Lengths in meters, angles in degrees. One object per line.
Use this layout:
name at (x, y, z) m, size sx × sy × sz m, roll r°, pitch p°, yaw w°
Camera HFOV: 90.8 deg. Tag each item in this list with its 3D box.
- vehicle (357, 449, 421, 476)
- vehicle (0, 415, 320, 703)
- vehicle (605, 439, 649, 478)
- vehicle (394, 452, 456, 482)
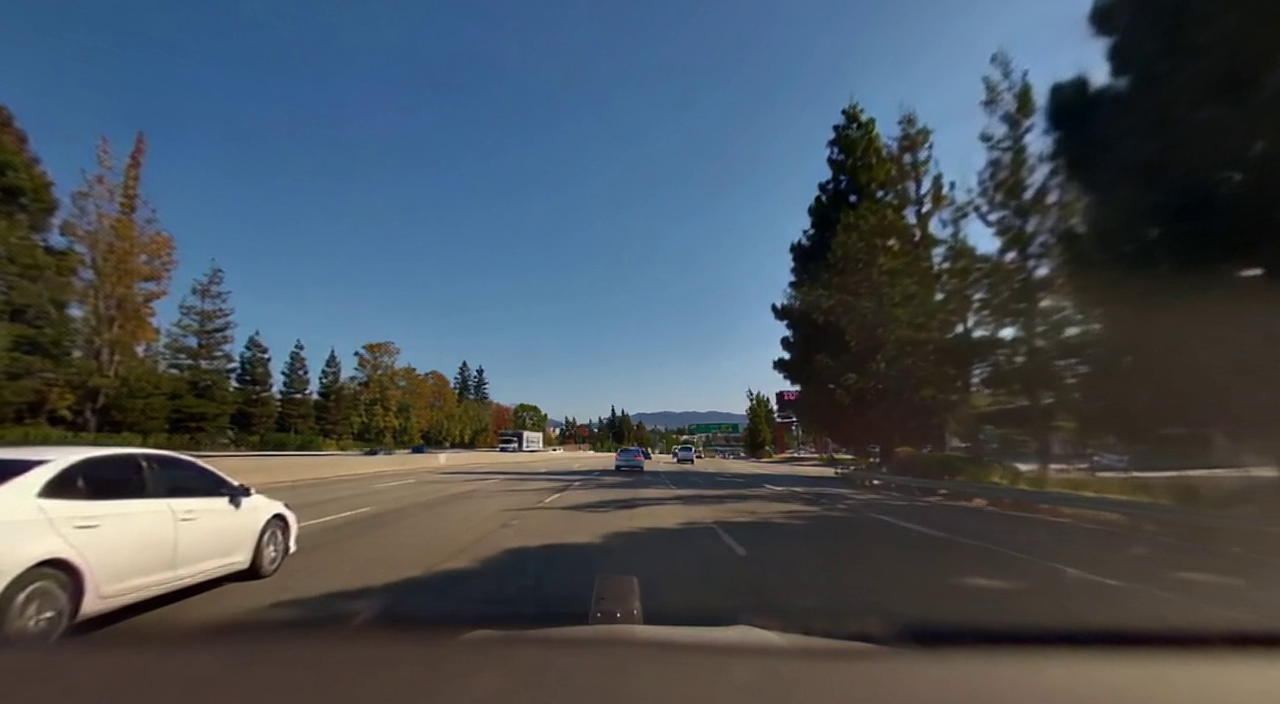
vehicle at (-14.897, 6.575, 37.784) m, size 1.900 × 1.513 × 4.475 m, roll -1°, pitch -9°, yaw 2°
vehicle at (-4.284, 1.236, 4.256) m, size 1.907 × 1.483 × 4.562 m, roll 0°, pitch -9°, yaw -1°
vehicle at (-0.619, 5.630, 33.608) m, size 2.155 × 1.856 × 4.796 m, roll 0°, pitch -9°, yaw 1°
vehicle at (-11.241, 6.025, 33.315) m, size 1.729 × 1.430 × 3.942 m, roll -1°, pitch -9°, yaw 2°
